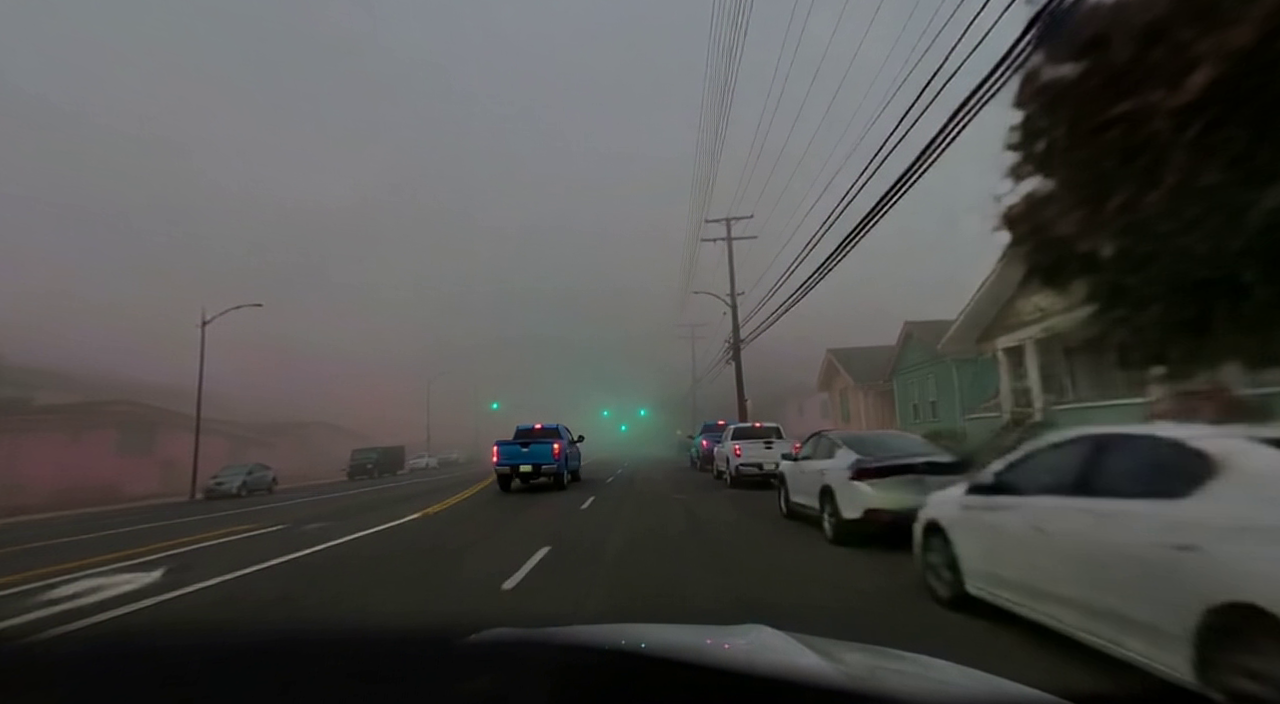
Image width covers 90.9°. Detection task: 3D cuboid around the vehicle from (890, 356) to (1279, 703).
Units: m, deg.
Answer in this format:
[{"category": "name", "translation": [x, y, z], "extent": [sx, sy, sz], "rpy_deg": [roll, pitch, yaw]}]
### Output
[{"category": "vehicle", "translation": [3.146, 0.919, 2.989], "extent": [1.924, 1.575, 4.869], "rpy_deg": [-1, -8, 0]}]

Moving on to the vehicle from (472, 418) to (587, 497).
[{"category": "vehicle", "translation": [-2.944, 2.968, 18.167], "extent": [2.242, 1.890, 5.306], "rpy_deg": [-1, -8, 2]}]

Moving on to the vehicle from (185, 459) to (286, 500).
[{"category": "vehicle", "translation": [-18.700, 5.866, 29.389], "extent": [1.908, 1.614, 4.092], "rpy_deg": [-1, -8, 1]}]

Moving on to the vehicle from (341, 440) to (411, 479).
[{"category": "vehicle", "translation": [-18.885, 7.674, 45.457], "extent": [2.159, 2.586, 5.899], "rpy_deg": [-2, -8, 3]}]
